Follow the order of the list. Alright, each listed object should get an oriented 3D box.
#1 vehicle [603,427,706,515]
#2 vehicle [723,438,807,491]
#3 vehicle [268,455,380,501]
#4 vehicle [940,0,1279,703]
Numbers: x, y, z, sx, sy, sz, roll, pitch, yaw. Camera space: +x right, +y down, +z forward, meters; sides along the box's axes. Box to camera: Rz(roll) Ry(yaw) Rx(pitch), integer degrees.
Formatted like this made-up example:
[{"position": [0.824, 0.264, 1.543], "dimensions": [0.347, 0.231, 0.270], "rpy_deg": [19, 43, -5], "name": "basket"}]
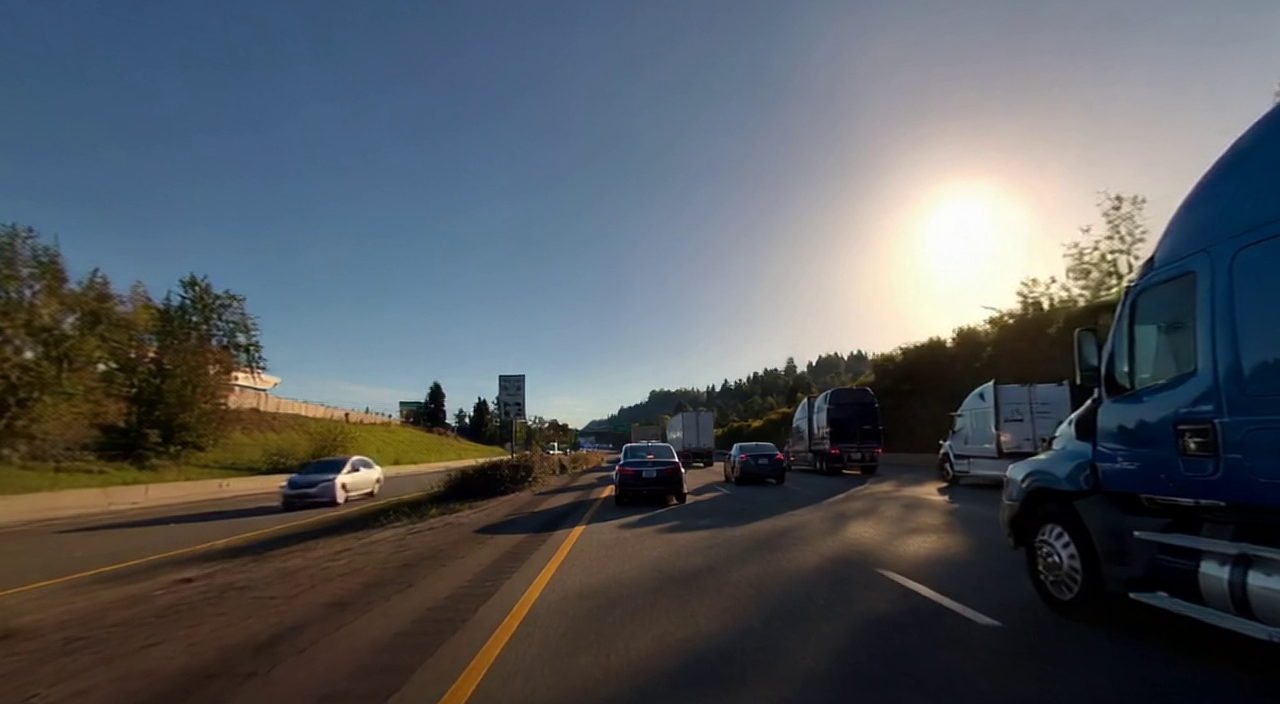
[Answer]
[{"position": [0.285, 2.555, 13.796], "dimensions": [1.965, 1.664, 3.428], "rpy_deg": [0, -9, 0], "name": "vehicle"}, {"position": [3.924, 3.598, 20.340], "dimensions": [1.859, 1.512, 3.711], "rpy_deg": [0, -9, -2], "name": "vehicle"}, {"position": [-11.931, 4.756, 24.063], "dimensions": [1.921, 1.504, 4.633], "rpy_deg": [0, -9, 0], "name": "vehicle"}, {"position": [4.250, -0.088, 2.566], "dimensions": [2.987, 3.877, 5.881], "rpy_deg": [0, -9, 0], "name": "vehicle"}]
